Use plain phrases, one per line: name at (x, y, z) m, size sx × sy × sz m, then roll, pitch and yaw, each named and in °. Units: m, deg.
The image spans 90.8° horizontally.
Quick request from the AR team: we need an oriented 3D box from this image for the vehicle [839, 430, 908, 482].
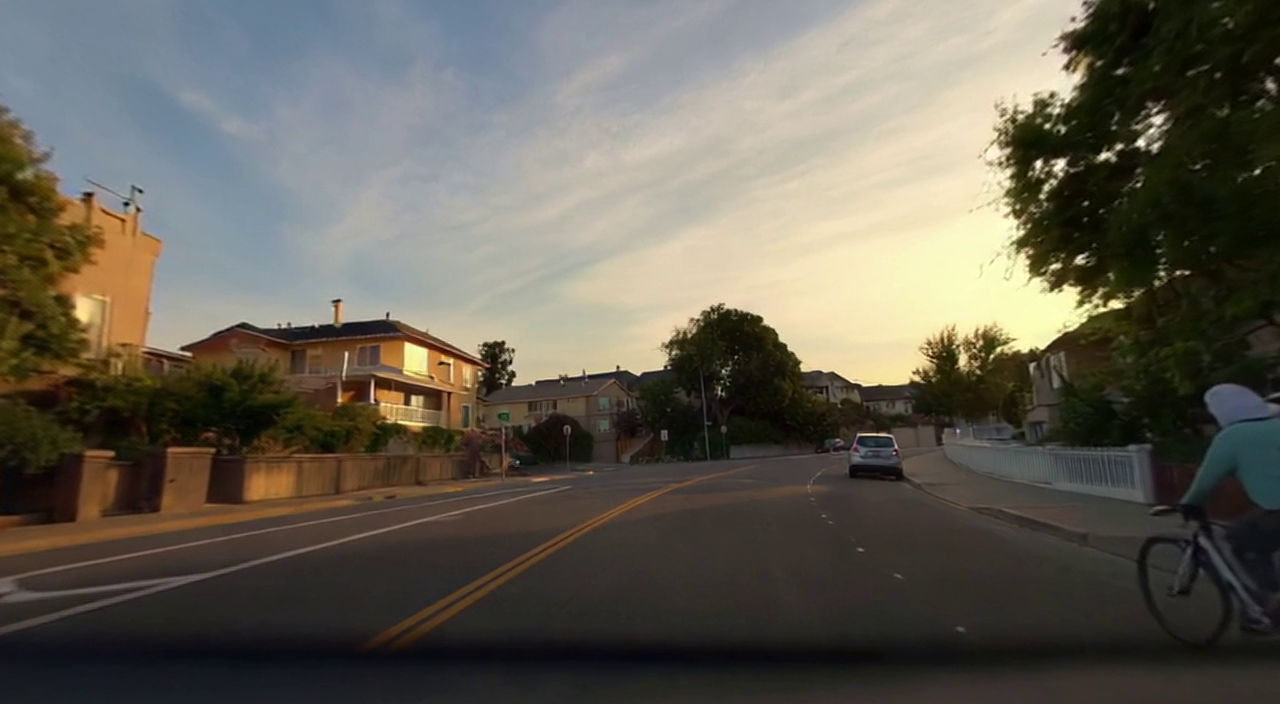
vehicle at (8.513, 3.802, 23.354) m, size 2.105 × 1.705 × 4.392 m, roll -2°, pitch -9°, yaw 17°
